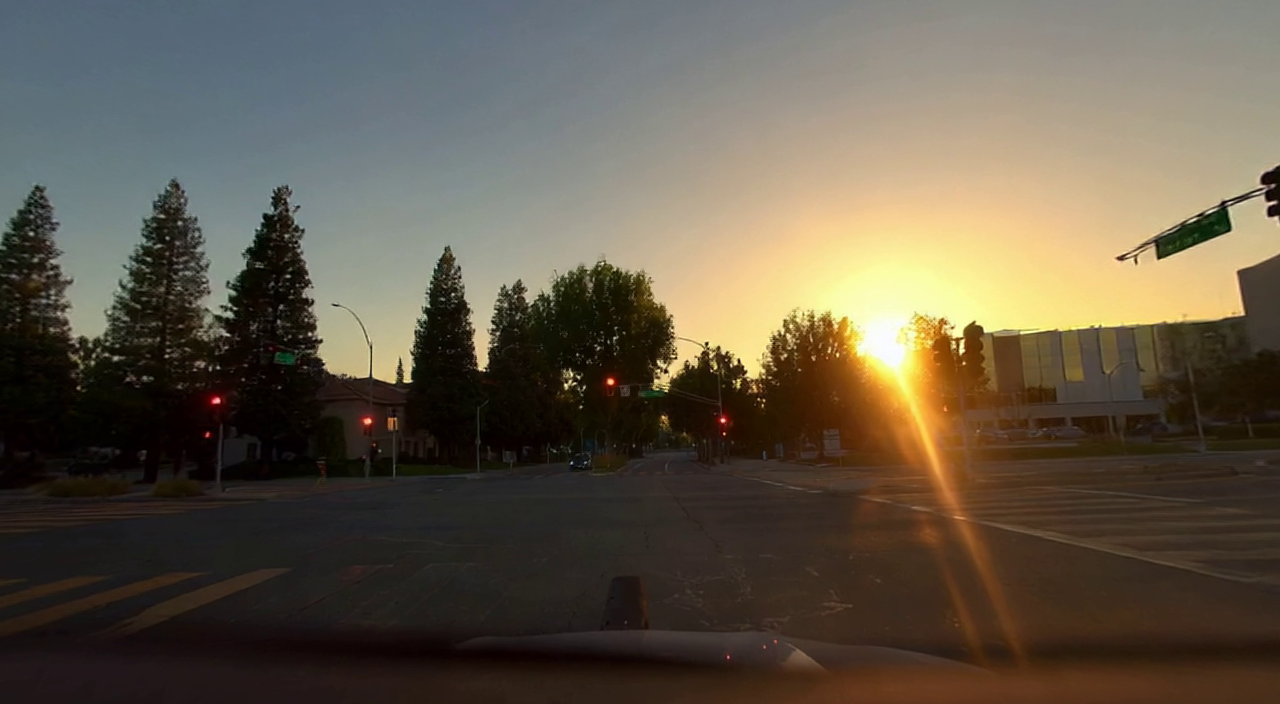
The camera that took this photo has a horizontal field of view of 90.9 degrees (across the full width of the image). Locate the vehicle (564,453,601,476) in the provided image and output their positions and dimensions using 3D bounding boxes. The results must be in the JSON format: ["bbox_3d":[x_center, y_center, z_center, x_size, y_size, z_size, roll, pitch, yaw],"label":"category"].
[{"bbox_3d":[-4.481,8.846,49.827,2.030,1.704,4.205,-1,-8,7],"label":"vehicle"}]
